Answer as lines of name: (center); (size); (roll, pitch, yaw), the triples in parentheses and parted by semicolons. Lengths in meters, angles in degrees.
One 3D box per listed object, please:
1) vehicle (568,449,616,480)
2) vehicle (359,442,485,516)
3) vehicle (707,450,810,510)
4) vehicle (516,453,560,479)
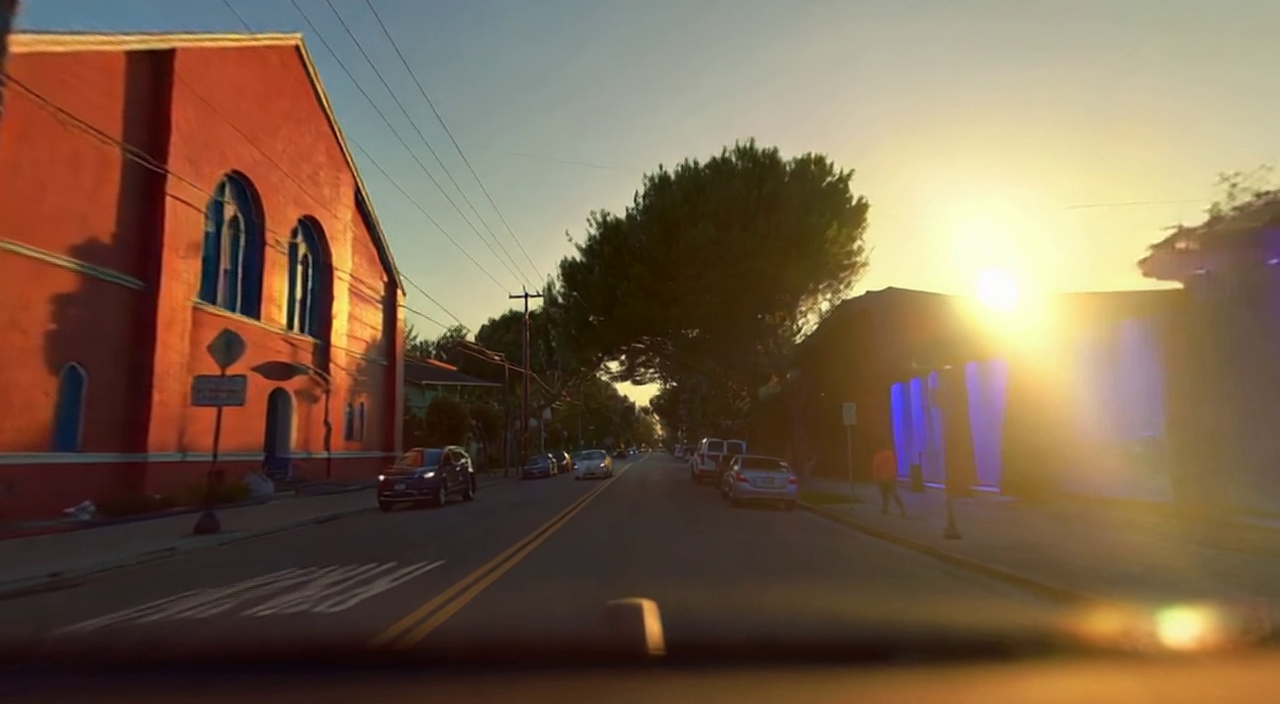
vehicle: (-2.490, 5.977, 33.869); (2.036, 1.515, 4.437); (0, -9, 2)
vehicle: (-6.279, 3.644, 18.791); (2.140, 1.746, 4.385); (-4, -8, 1)
vehicle: (3.169, 3.517, 17.889); (1.966, 1.471, 4.552); (0, -9, -1)
vehicle: (-6.123, 6.894, 38.425); (1.844, 1.486, 4.474); (0, -9, 2)
